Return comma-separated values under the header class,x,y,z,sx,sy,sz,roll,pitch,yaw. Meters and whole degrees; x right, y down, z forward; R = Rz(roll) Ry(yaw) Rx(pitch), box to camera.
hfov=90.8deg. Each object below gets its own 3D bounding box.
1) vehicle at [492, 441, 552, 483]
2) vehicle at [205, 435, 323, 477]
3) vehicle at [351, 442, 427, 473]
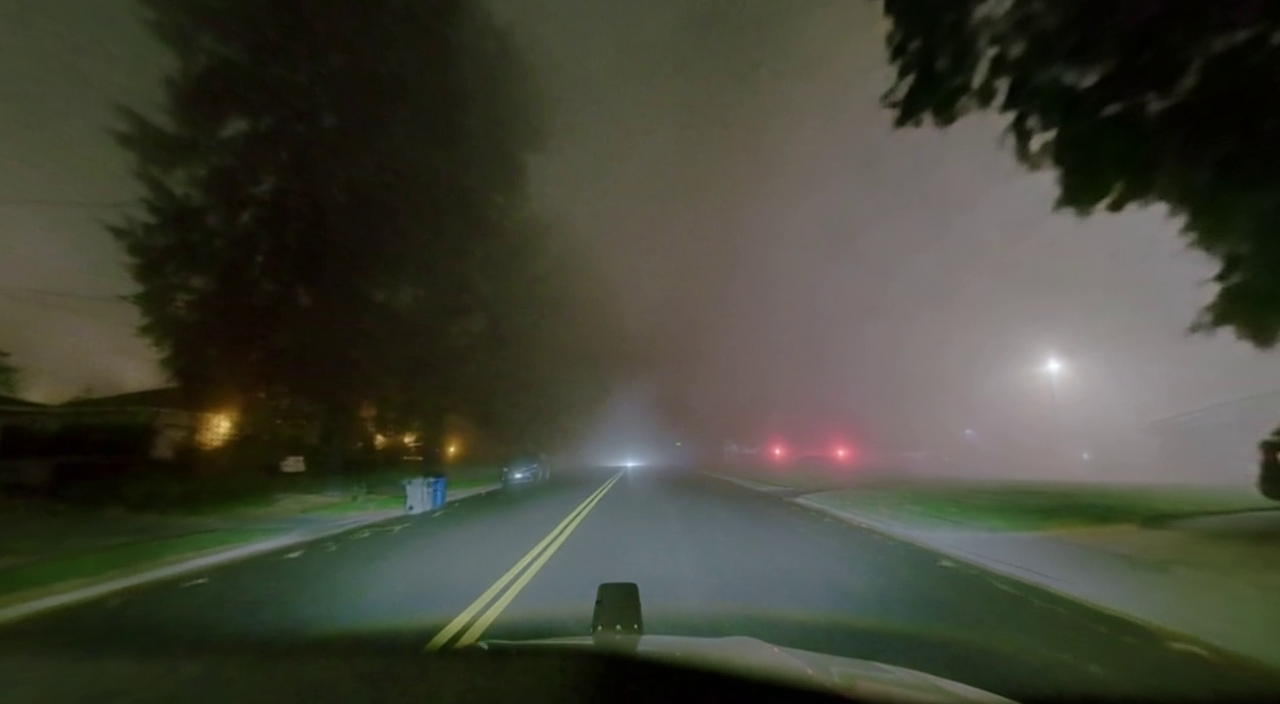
class,x,y,z,sx,sy,sz,roll,pitch,yaw
vehicle,-5.662,5.447,30.776,1.924,1.765,4.542,-3,-12,1
vehicle,-14.667,4.032,24.543,4.668,1.491,1.941,-6,-10,32
vehicle,-16.872,7.072,42.346,4.742,1.495,1.963,-11,-11,23
